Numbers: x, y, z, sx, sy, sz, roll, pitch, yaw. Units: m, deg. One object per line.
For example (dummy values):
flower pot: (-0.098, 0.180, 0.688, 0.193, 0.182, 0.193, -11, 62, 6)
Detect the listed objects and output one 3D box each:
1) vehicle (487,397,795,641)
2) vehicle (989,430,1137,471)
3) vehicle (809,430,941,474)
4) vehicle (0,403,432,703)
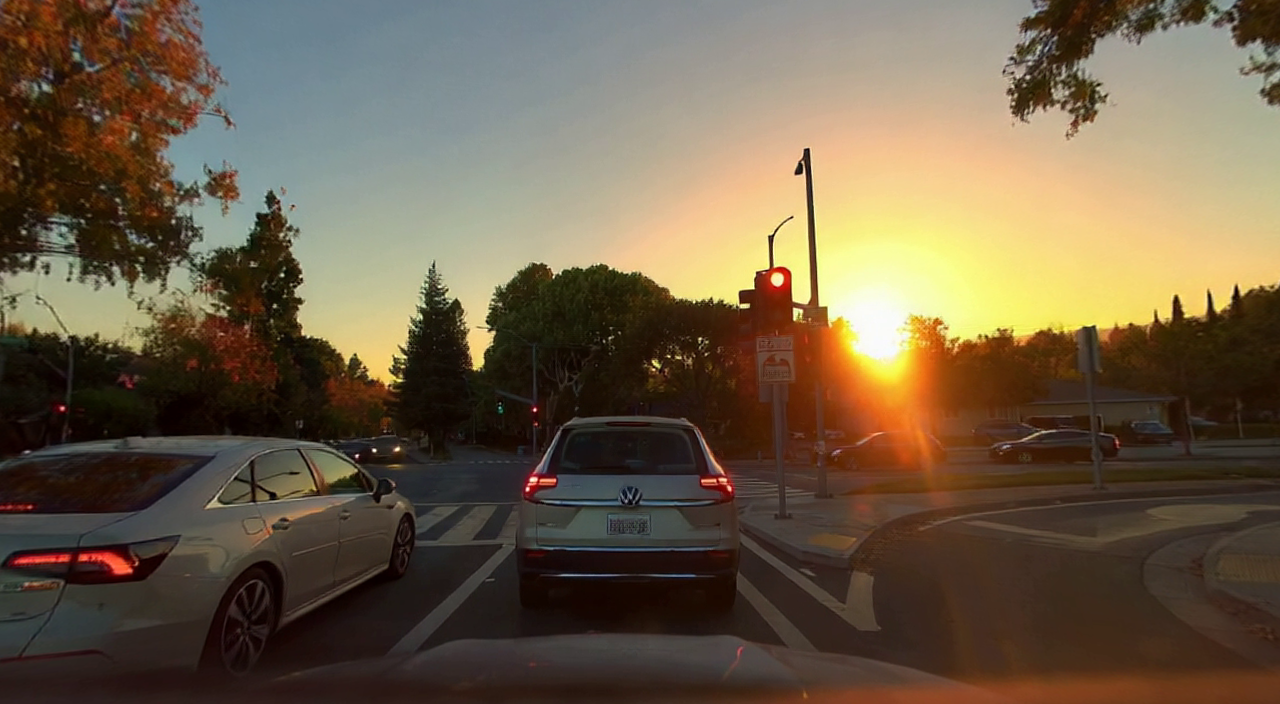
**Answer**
vehicle: (-0.132, 1.469, 6.569, 2.154, 1.670, 4.140, 1, -9, -4)
vehicle: (17.436, 4.097, 26.260, 4.670, 1.616, 1.926, -1, -9, 6)
vehicle: (9.945, 4.281, 27.091, 4.887, 1.769, 2.035, -1, -9, 6)
vehicle: (-3.284, 1.275, 4.719, 2.035, 1.492, 4.415, 0, -9, -1)
